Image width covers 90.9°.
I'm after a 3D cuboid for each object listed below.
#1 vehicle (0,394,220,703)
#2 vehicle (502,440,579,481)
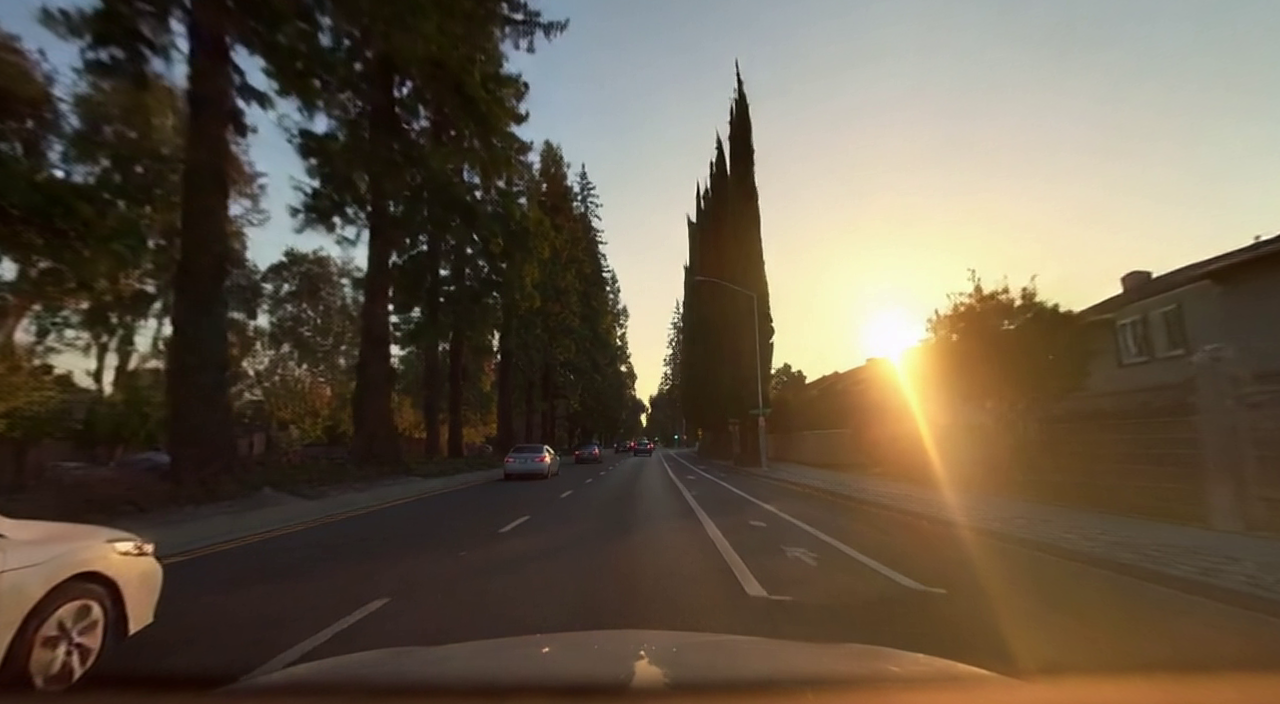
[{"bbox_3d":[-3.957,0.813,1.713,2.190,1.545,4.943,0,-8,0],"label":"vehicle"},{"bbox_3d":[-3.798,4.233,25.038,2.188,1.473,4.651,0,-8,2],"label":"vehicle"}]
